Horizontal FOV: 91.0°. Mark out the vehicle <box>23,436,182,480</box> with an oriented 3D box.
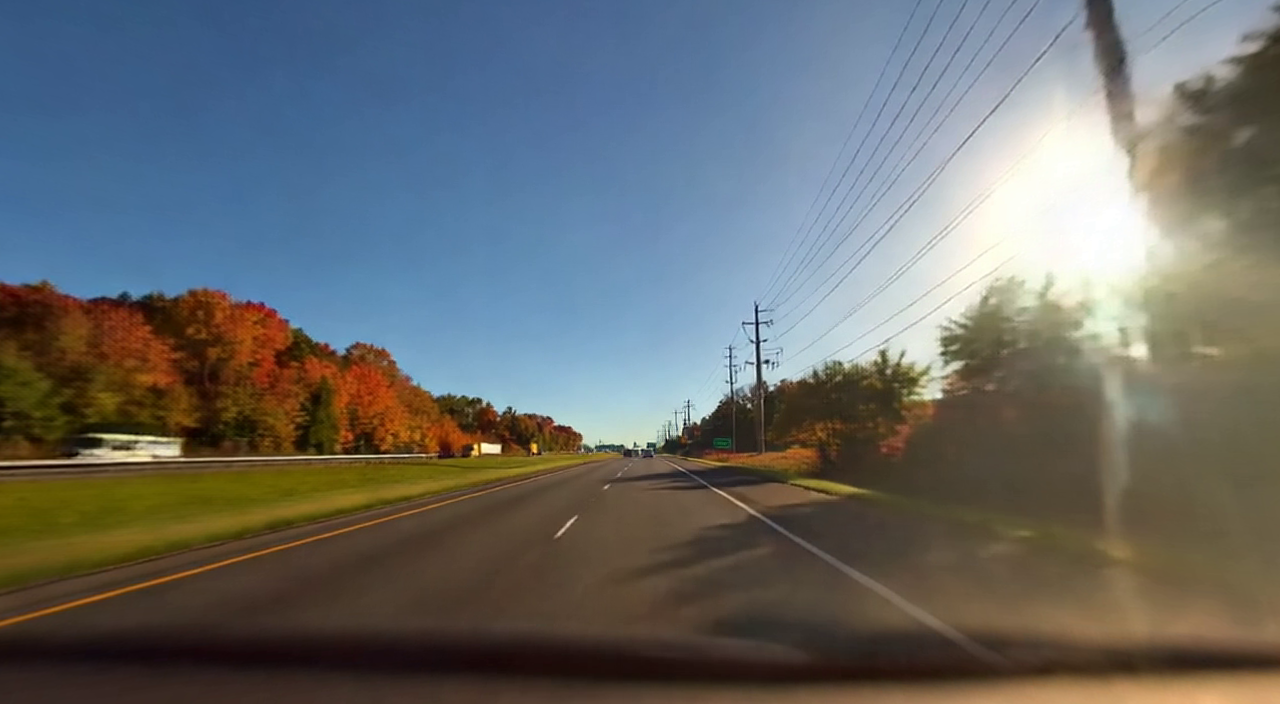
[{"bbox_3d":[-31.678,6.282,37.699,2.623,2.328,7.640,0,-9,2],"label":"vehicle"}]
